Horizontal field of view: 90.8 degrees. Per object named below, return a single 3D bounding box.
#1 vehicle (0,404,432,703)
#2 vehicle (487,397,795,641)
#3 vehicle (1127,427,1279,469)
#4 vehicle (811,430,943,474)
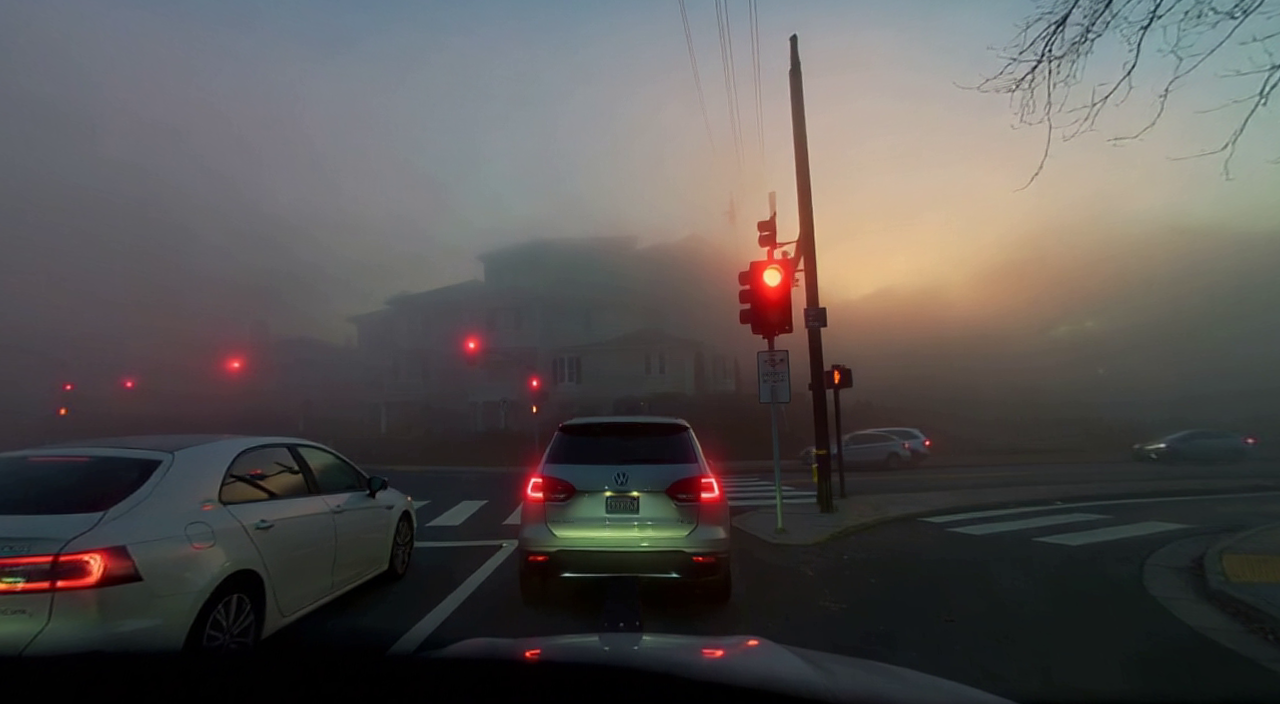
[{"bbox_3d":[-3.281,1.280,4.729,2.035,1.492,4.415,0,-9,-2],"label":"vehicle"},{"bbox_3d":[-0.128,1.470,6.565,2.154,1.670,4.140,1,-9,-4],"label":"vehicle"},{"bbox_3d":[23.028,3.897,25.676,4.670,1.616,1.926,-1,-9,6],"label":"vehicle"},{"bbox_3d":[10.023,4.276,27.075,4.887,1.769,2.035,-1,-9,6],"label":"vehicle"}]
